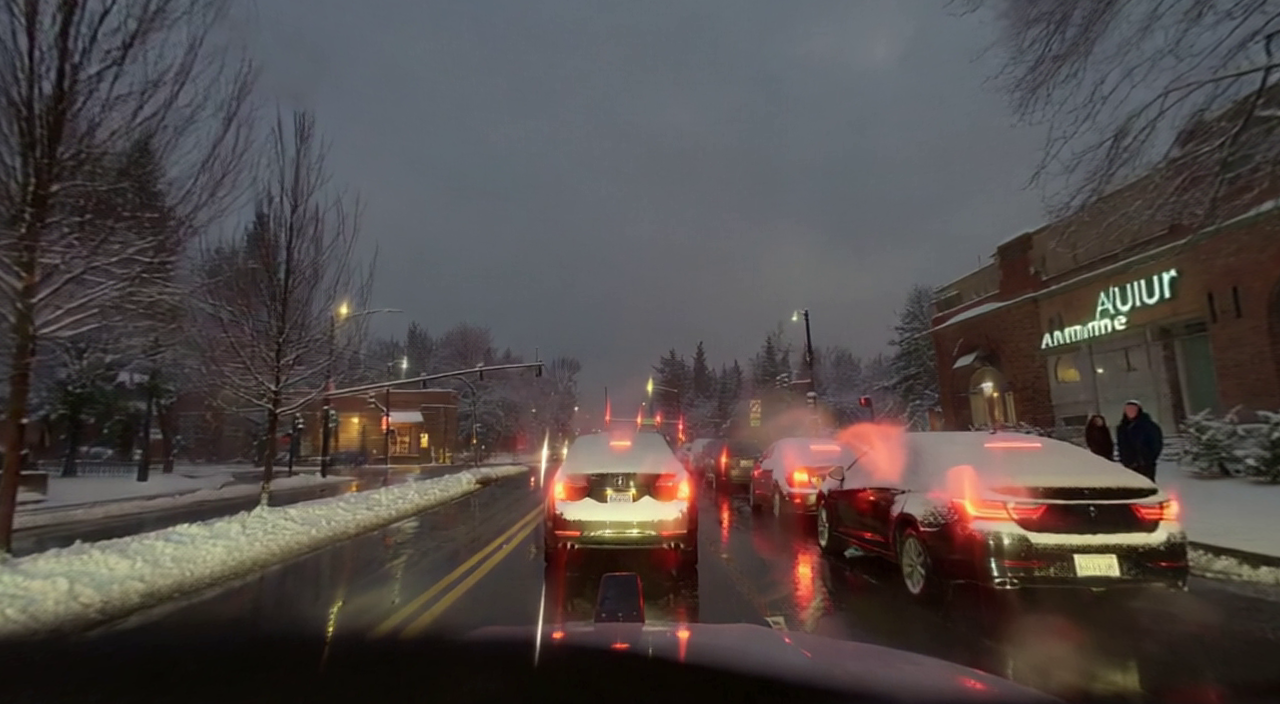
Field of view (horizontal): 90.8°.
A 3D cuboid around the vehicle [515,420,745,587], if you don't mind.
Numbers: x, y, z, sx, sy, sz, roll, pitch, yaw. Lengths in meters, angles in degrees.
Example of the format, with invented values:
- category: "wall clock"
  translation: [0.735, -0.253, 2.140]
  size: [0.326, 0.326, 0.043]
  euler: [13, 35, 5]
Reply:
- category: "vehicle"
  translation: [-0.132, 1.701, 7.912]
  size: [2.118, 1.512, 4.013]
  euler: [0, -9, -1]

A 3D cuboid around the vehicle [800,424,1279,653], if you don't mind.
- category: "vehicle"
  translation: [3.215, 1.550, 6.427]
  size: [1.912, 1.454, 4.537]
  euler: [0, -9, -1]

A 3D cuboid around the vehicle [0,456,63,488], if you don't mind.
- category: "vehicle"
  translation: [-31.727, 5.994, 31.559]
  size: [1.913, 1.531, 4.000]
  euler: [-9, -12, 43]
